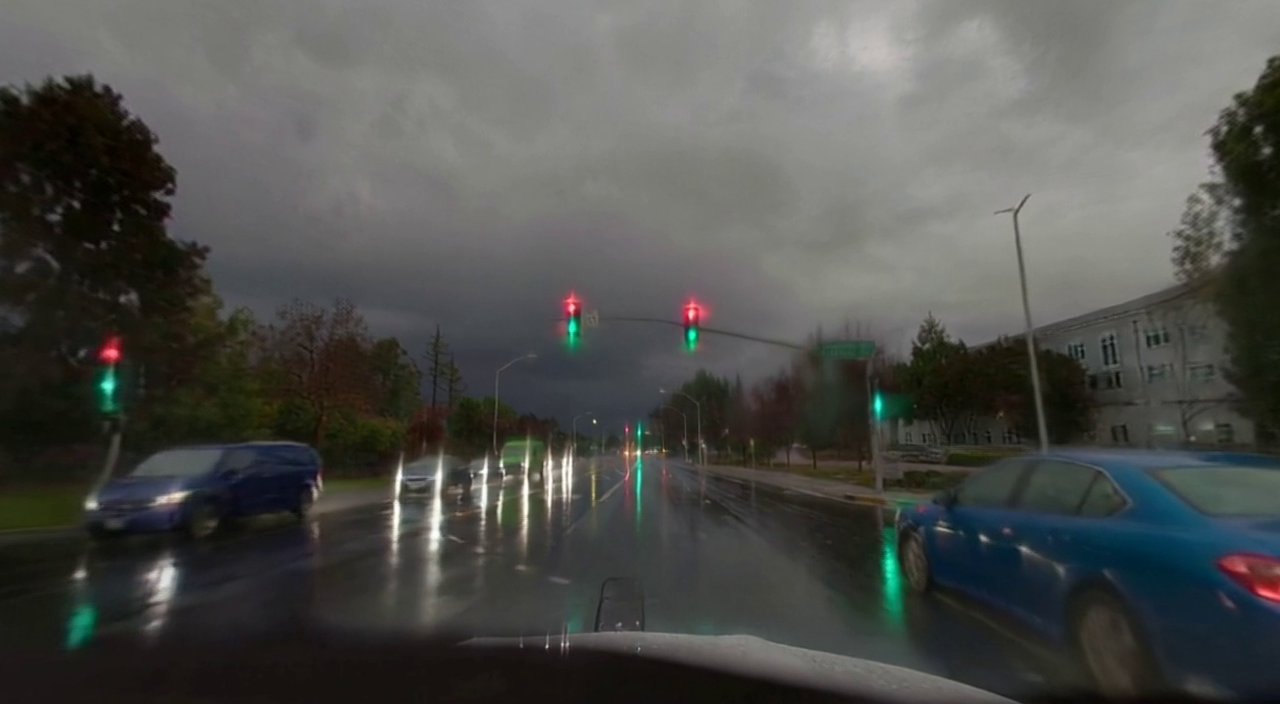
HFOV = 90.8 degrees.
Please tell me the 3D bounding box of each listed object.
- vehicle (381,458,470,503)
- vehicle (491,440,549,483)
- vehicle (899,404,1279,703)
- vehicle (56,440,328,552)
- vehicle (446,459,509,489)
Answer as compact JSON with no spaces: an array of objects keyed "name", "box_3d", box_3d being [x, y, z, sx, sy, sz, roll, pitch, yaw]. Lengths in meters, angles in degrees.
[{"name":"vehicle","box_3d":[-8.236,4.952,24.737,1.906,1.468,4.686,0,-9,-1]},{"name":"vehicle","box_3d":[-8.256,7.572,44.226,2.617,2.736,6.621,-1,-9,1]},{"name":"vehicle","box_3d":[3.938,1.302,4.592,2.129,1.581,4.780,0,-9,1]},{"name":"vehicle","box_3d":[-8.823,2.822,13.182,2.130,1.874,4.691,0,-9,1]},{"name":"vehicle","box_3d":[-8.747,6.618,34.538,2.190,1.455,4.516,0,-9,1]}]
